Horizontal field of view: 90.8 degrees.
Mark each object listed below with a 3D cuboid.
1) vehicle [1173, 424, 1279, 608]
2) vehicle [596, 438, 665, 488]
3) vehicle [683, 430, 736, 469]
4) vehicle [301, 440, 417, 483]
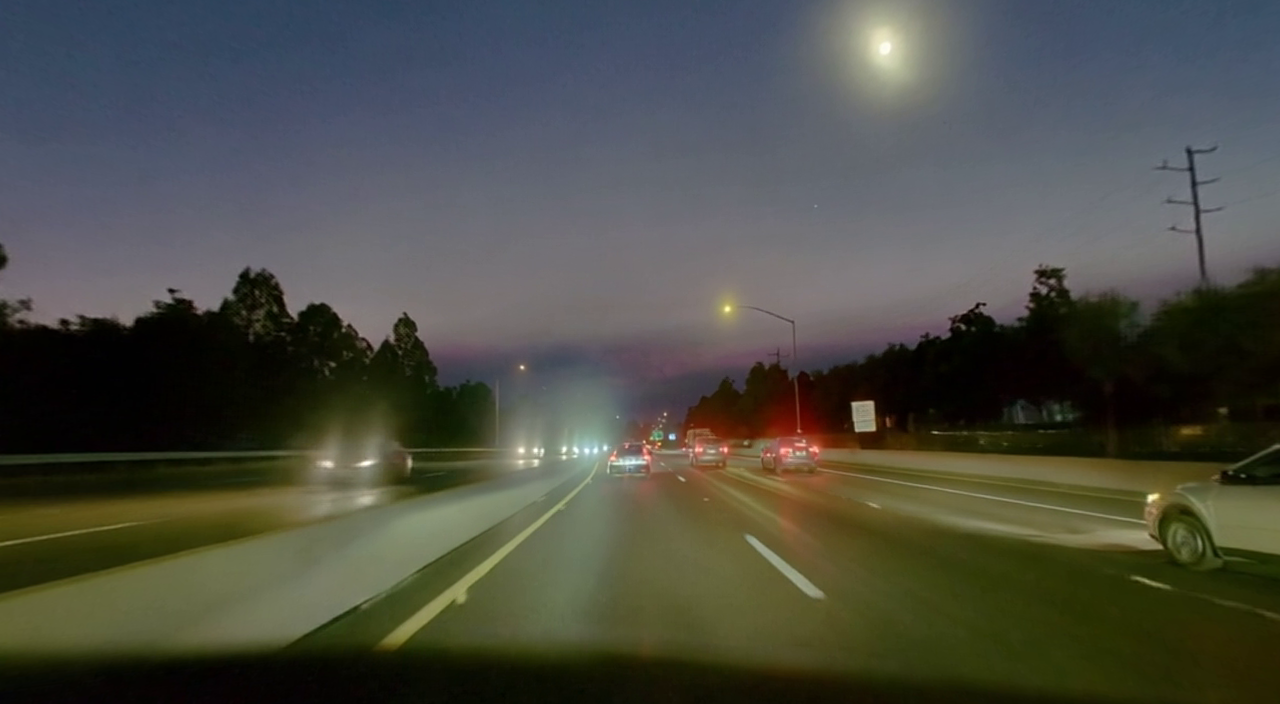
[{"bbox_3d":[6.389,1.106,3.669,2.434,1.467,4.726,0,-8,-1],"label":"vehicle"},{"bbox_3d":[-0.255,3.572,20.565,2.040,1.451,3.736,0,-8,0],"label":"vehicle"},{"bbox_3d":[3.536,5.066,32.958,2.186,1.842,4.553,0,-8,-1],"label":"vehicle"},{"bbox_3d":[-11.011,4.314,25.239,2.393,1.522,4.808,0,-8,0],"label":"vehicle"}]
